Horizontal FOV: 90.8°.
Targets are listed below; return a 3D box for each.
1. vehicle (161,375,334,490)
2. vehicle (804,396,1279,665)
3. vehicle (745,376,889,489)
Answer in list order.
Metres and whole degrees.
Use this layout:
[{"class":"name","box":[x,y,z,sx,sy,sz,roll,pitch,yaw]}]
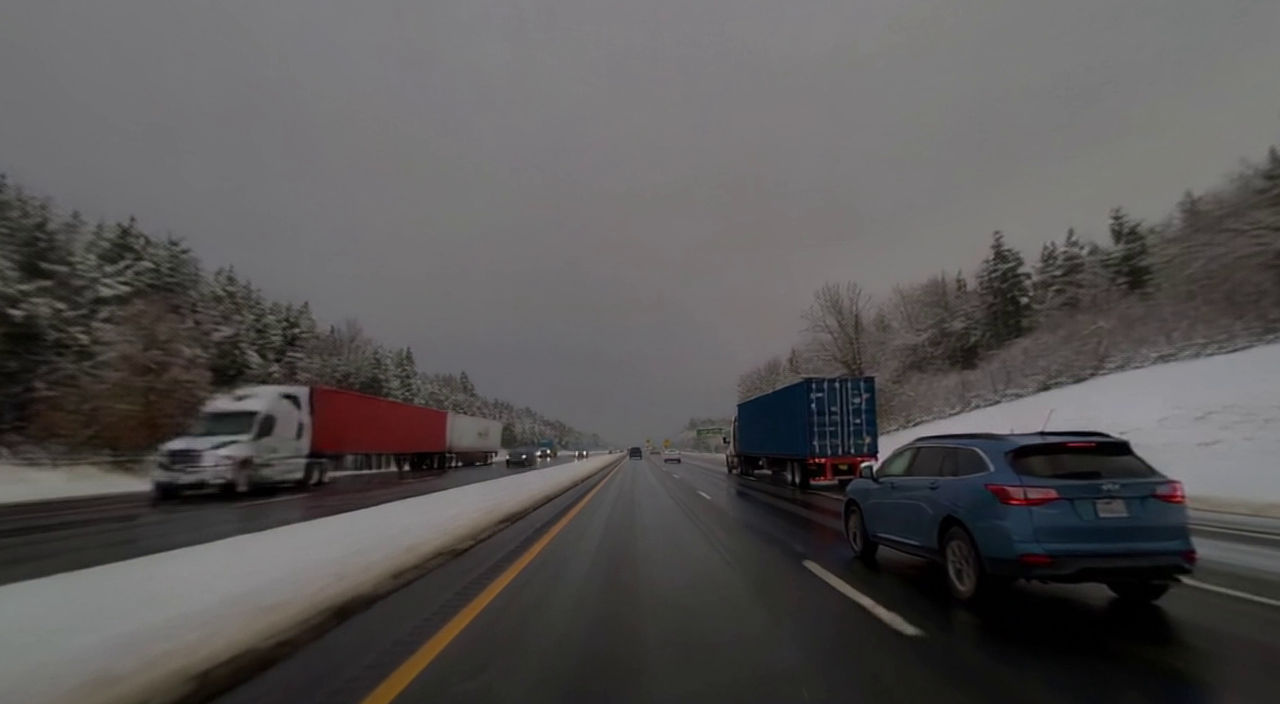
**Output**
[{"class":"vehicle","box":[-15.228,3.250,25.161,3.012,3.994,5.844,0,-9,-1]},{"class":"vehicle","box":[3.342,1.450,6.268,2.130,1.658,4.537,0,-9,-1]},{"class":"vehicle","box":[7.533,3.922,29.714,2.882,4.109,13.567,0,-9,0]}]
